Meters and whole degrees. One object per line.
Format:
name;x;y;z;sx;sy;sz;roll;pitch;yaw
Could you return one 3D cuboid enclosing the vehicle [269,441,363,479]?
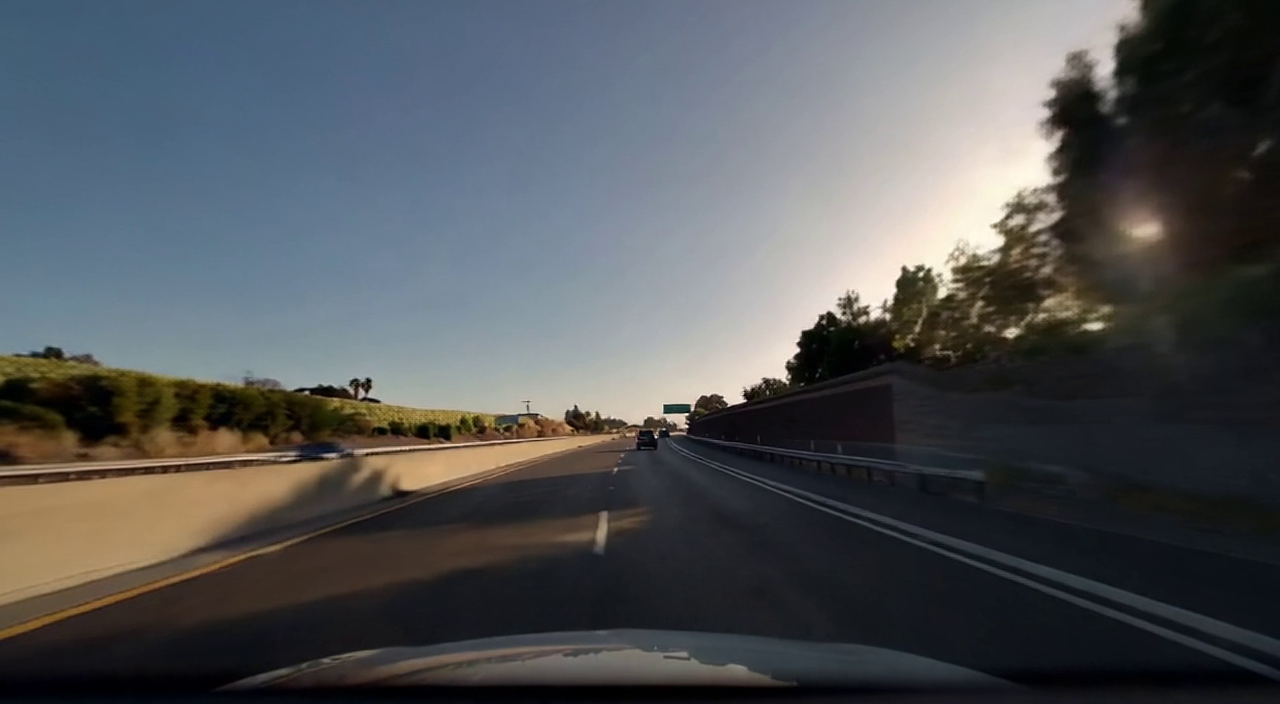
vehicle;-14.346;4.757;28.146;1.917;1.505;4.399;0;-8;-1
